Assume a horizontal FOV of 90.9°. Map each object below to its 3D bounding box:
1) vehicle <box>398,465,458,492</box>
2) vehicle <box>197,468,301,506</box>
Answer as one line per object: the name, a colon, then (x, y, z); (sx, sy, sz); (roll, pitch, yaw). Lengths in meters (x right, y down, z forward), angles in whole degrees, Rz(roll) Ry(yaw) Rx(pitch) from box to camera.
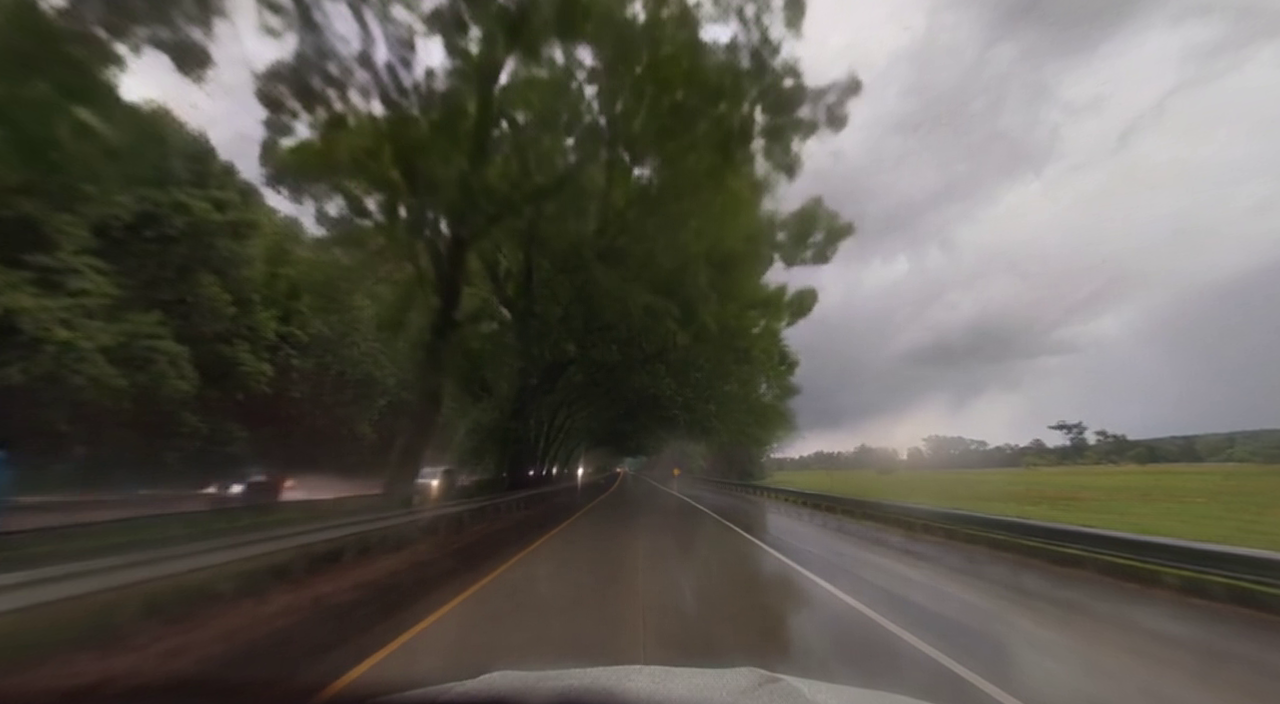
vehicle: (-12.909, 7.730, 38.694); (2.071, 1.483, 4.711); (1, -11, -1)
vehicle: (-17.131, 5.920, 27.909); (1.806, 1.484, 4.295); (1, -11, 0)
